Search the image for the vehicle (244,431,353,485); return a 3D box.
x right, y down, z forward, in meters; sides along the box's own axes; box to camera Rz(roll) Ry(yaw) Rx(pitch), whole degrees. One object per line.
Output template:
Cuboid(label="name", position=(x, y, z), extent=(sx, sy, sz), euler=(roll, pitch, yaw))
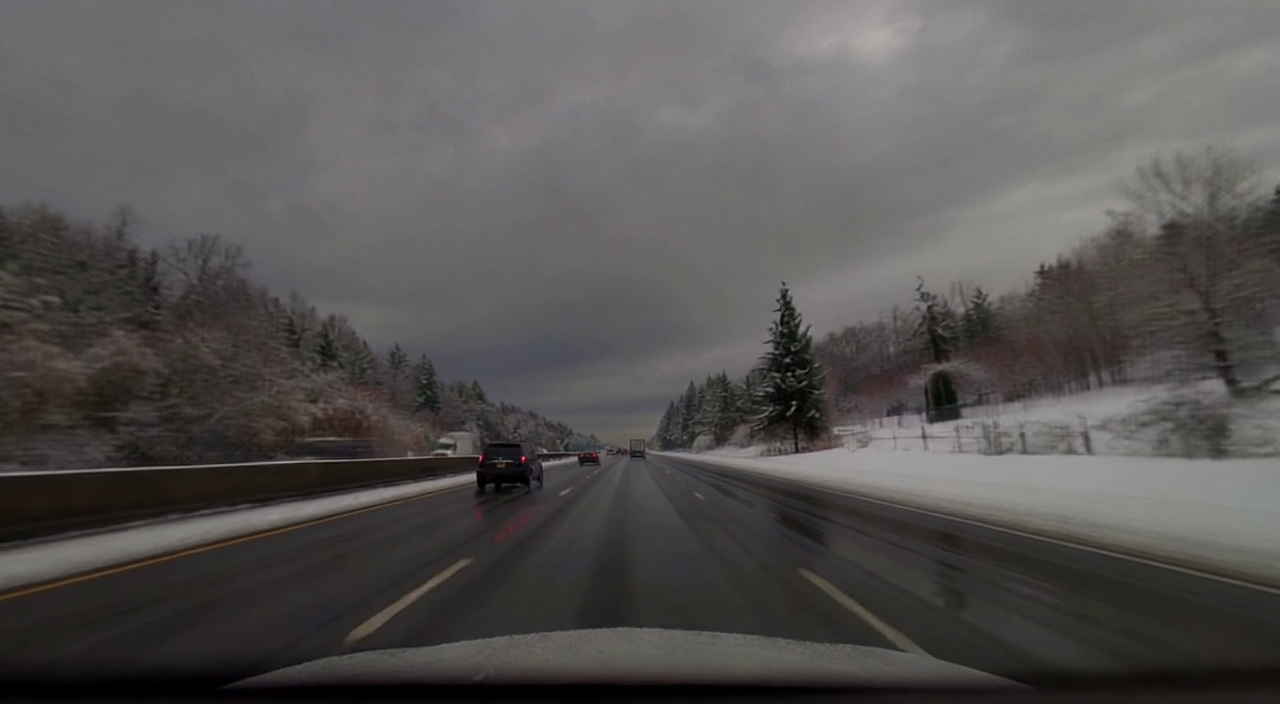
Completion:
Cuboid(label="vehicle", position=(-17.075, 5.328, 31.784), extent=(2.330, 2.418, 5.463), euler=(-1, -9, 1))

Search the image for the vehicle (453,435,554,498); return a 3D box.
Cuboid(label="vehicle", position=(-4.032, 3.477, 19.337), extent=(2.151, 1.693, 4.201), euler=(-1, -9, 0))

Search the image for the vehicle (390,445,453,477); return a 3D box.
Cuboid(label="vehicle", position=(-13.060, 6.512, 37.772), extent=(2.170, 1.748, 4.308), euler=(-1, -9, 0))
